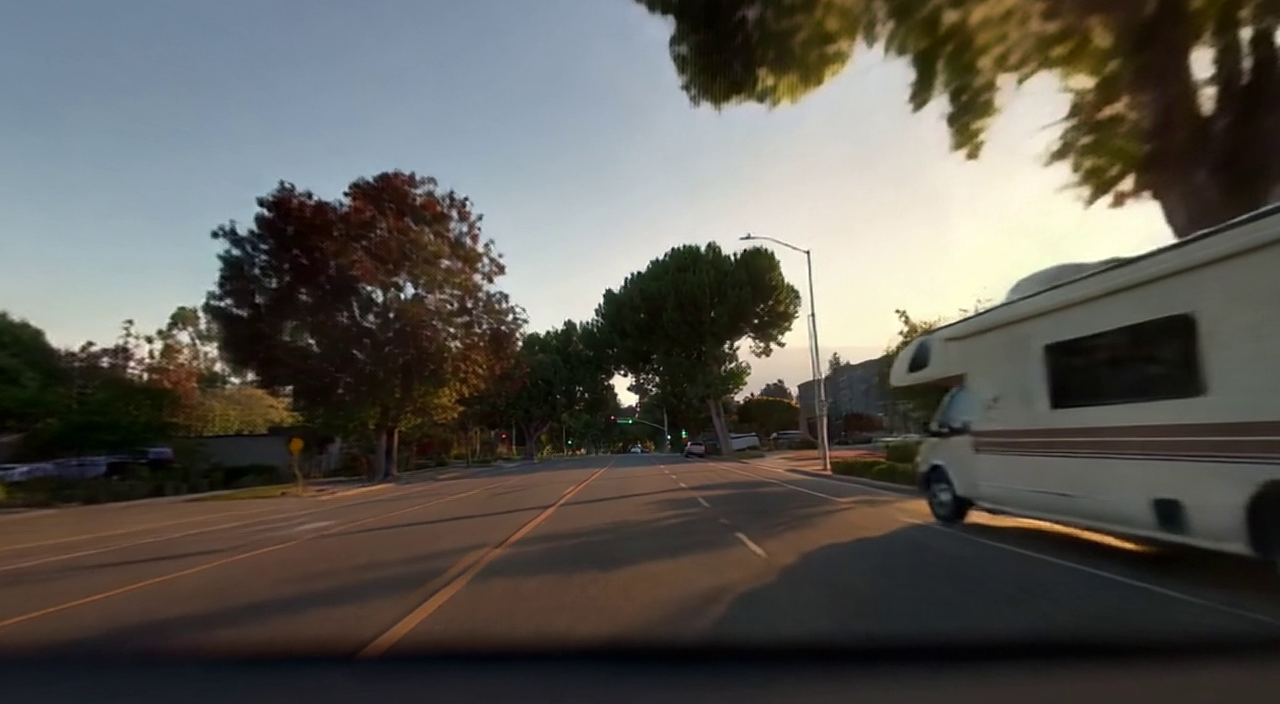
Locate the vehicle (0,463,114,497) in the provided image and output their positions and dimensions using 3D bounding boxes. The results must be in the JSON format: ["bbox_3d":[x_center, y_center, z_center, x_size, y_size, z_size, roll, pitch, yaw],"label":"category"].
[{"bbox_3d":[-28.102,6.055,30.097,4.501,1.415,1.806,7,-11,-37],"label":"vehicle"}]

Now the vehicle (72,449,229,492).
[{"bbox_3d":[-26.561,6.379,34.570,6.500,1.985,2.363,6,-10,-38],"label":"vehicle"}]

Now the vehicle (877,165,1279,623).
[{"bbox_3d":[6.046,0.669,6.993,2.944,3.252,9.712,0,-9,-1],"label":"vehicle"}]
